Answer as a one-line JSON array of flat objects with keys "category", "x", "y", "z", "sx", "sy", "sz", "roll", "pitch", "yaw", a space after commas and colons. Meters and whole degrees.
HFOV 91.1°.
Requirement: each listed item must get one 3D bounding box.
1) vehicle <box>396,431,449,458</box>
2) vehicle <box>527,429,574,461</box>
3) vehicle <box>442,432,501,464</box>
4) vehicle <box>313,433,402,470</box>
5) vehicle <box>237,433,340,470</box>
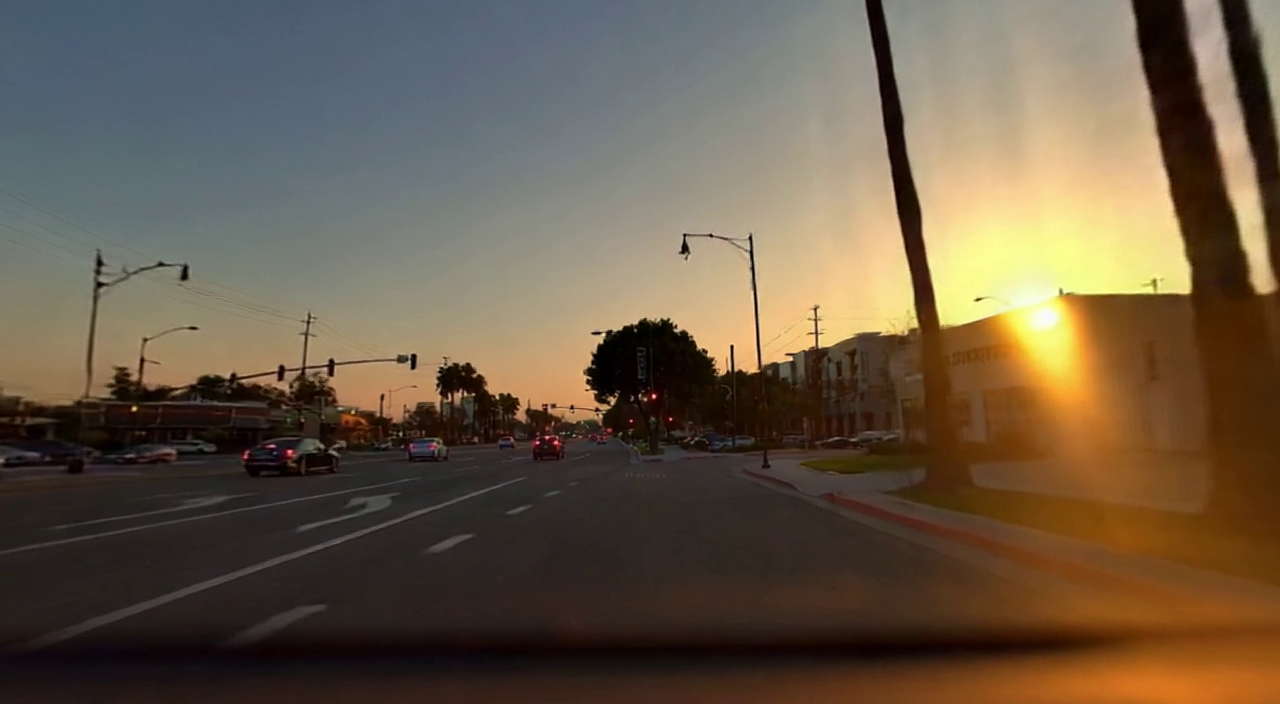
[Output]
[{"category": "vehicle", "x": -15.226, "y": 6.525, "z": 44.237, "sx": 2.156, "sy": 1.742, "sz": 4.264, "roll": 0, "pitch": -8, "yaw": 0}, {"category": "vehicle", "x": -5.320, "y": 5.653, "z": 38.064, "sx": 2.114, "sy": 1.784, "sz": 4.450, "roll": 0, "pitch": -8, "yaw": 1}, {"category": "vehicle", "x": -8.896, "y": 5.122, "z": 33.465, "sx": 1.977, "sy": 1.584, "sz": 3.983, "roll": 0, "pitch": -8, "yaw": 0}, {"category": "vehicle", "x": -12.243, "y": 4.355, "z": 27.558, "sx": 1.900, "sy": 1.462, "sz": 4.225, "roll": 0, "pitch": -8, "yaw": 0}, {"category": "vehicle", "x": -15.249, "y": 4.338, "z": 27.557, "sx": 1.916, "sy": 1.481, "sz": 4.430, "roll": 0, "pitch": -8, "yaw": 1}]
